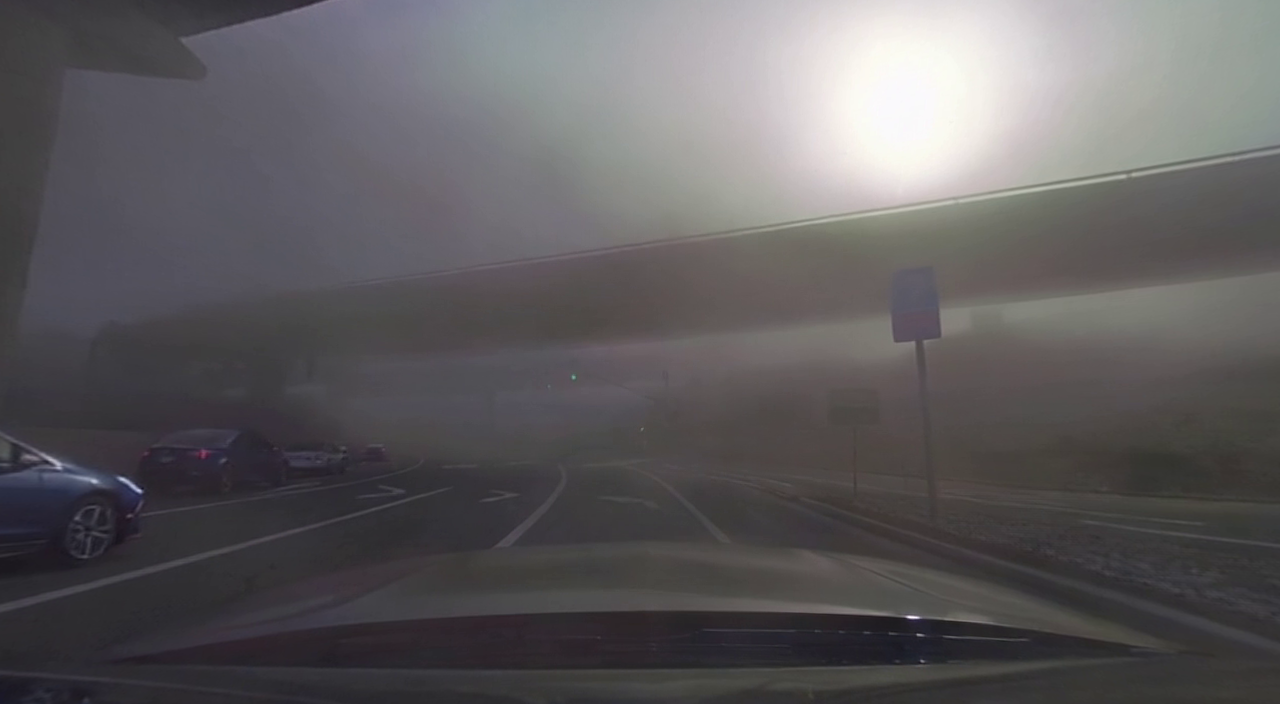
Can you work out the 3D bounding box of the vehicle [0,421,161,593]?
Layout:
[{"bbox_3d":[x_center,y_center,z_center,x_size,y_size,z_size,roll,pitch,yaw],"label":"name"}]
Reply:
[{"bbox_3d":[-7.326,1.508,6.057,2.108,1.670,4.235,0,-8,-1],"label":"vehicle"}]
